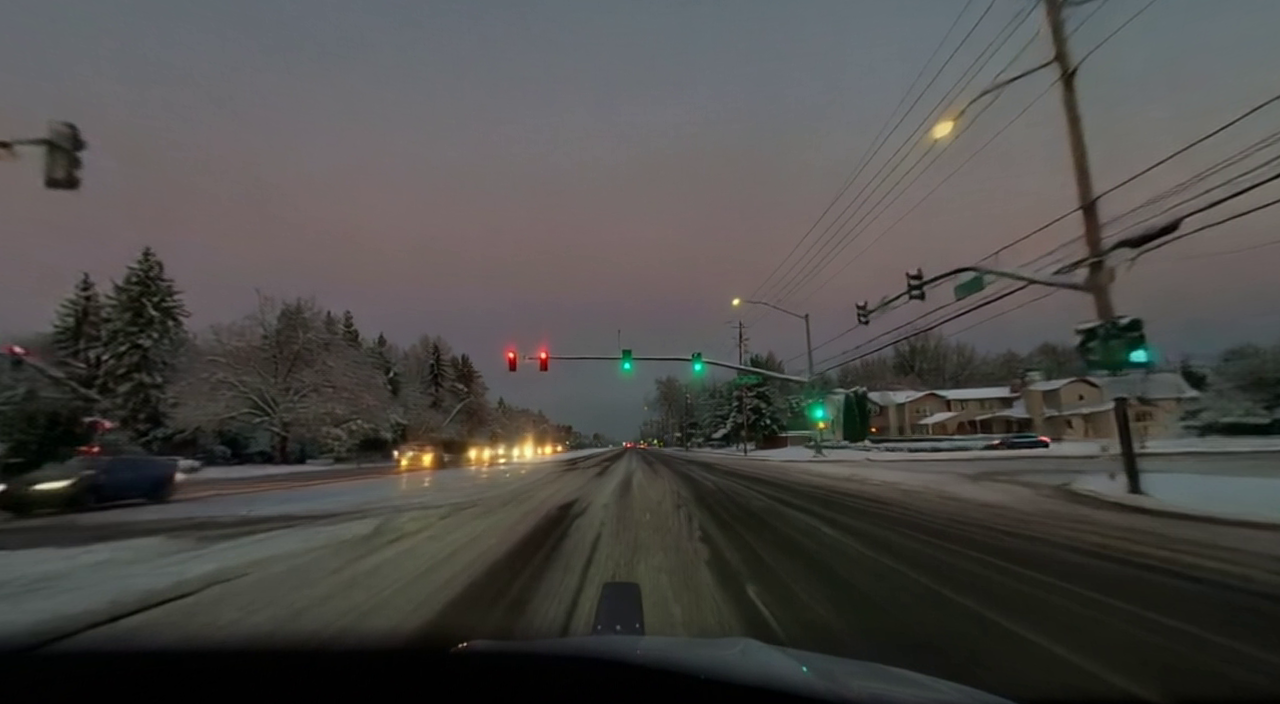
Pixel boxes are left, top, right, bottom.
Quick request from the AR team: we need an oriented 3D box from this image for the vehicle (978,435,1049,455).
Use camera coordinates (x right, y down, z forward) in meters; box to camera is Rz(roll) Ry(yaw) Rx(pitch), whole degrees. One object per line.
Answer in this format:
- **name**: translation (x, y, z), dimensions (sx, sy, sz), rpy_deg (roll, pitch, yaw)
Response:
- **vehicle**: translation (28.030, 6.995, 47.584), dimensions (4.439, 1.454, 1.842), rpy_deg (-5, -10, 27)

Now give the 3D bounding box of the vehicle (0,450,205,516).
- **vehicle**: translation (-14.644, 3.474, 17.384), dimensions (2.013, 1.503, 4.682), rpy_deg (0, -8, -1)

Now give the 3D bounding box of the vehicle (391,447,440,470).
- **vehicle**: translation (-15.568, 7.371, 44.043), dimensions (1.891, 1.484, 4.441), rpy_deg (0, -8, -1)
